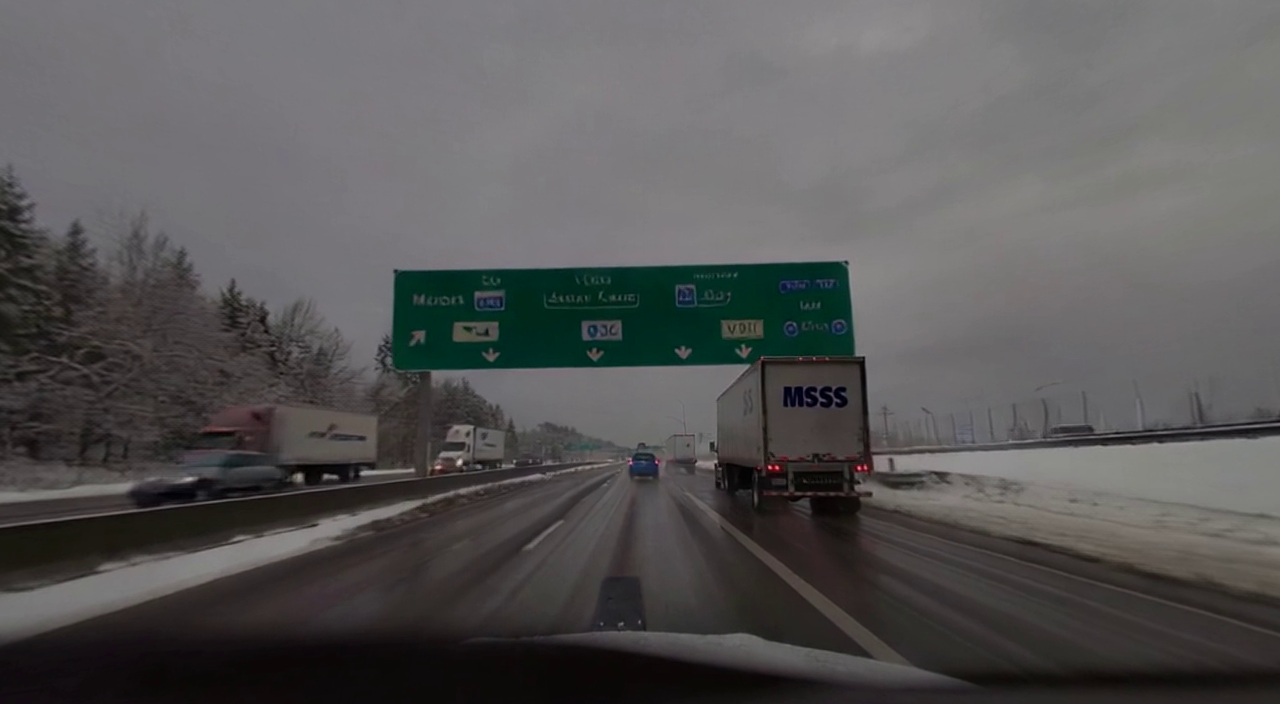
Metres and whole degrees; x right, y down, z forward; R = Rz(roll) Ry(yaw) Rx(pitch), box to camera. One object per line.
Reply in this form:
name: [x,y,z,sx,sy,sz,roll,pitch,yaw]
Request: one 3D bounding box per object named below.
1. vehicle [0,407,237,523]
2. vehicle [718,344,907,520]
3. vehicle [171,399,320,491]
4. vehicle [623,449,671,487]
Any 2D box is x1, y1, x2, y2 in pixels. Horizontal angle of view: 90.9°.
vehicle: [-13.728,2.896,16.594,2.348,2.494,5.681,0,-9,1]
vehicle: [4.873,2.939,21.863,3.002,4.104,14.174,0,-9,2]
vehicle: [-18.210,4.387,29.668,2.986,3.895,5.845,0,-9,0]
vehicle: [0.358,5.492,30.137,2.121,1.642,3.828,0,-9,1]
